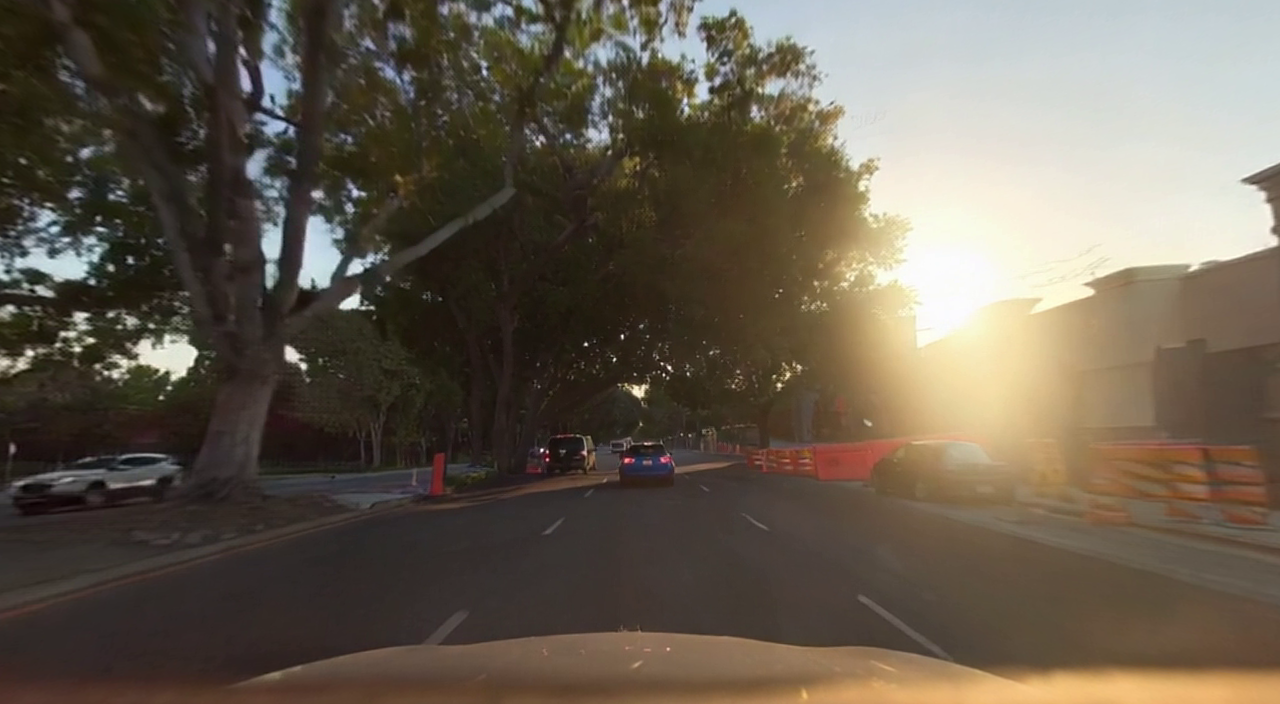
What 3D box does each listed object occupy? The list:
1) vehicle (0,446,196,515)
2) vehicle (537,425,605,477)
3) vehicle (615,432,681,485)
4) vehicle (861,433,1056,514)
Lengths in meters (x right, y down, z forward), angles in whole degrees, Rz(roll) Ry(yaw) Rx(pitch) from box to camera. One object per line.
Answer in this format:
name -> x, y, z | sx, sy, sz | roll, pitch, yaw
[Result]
vehicle -> -15.513, 3.611, 18.357 | 1.898, 1.702, 4.456 | -1, -9, 0
vehicle -> -2.977, 4.467, 28.614 | 2.357, 2.063, 5.488 | -1, -9, 1
vehicle -> 0.256, 3.839, 23.072 | 2.168, 1.725, 4.192 | -1, -9, 0
vehicle -> 6.986, 2.708, 14.539 | 2.076, 1.535, 4.460 | 0, -9, -1
